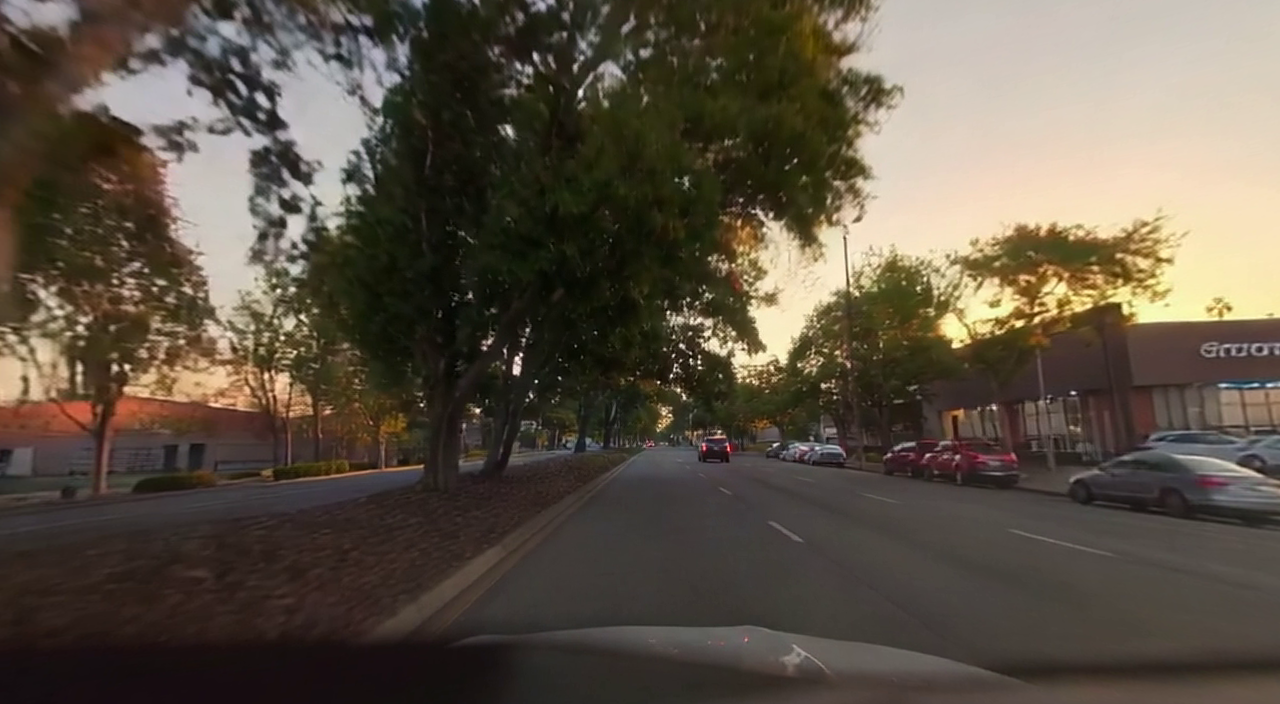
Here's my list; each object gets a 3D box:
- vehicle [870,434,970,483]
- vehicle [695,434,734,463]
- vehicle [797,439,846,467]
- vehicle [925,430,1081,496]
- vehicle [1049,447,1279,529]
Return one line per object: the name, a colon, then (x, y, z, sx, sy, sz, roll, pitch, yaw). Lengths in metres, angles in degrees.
vehicle: (11.079, 4.222, 25.376, 1.931, 1.774, 4.666, 0, -8, 1)
vehicle: (5.043, 6.648, 43.373, 2.183, 1.845, 4.482, 0, -8, 1)
vehicle: (11.353, 6.371, 39.740, 1.919, 1.645, 4.254, 0, -8, 1)
vehicle: (10.826, 3.345, 19.368, 1.959, 1.751, 4.961, 0, -8, 2)
vehicle: (10.712, 2.633, 12.878, 1.824, 1.364, 4.238, 0, -8, 0)
